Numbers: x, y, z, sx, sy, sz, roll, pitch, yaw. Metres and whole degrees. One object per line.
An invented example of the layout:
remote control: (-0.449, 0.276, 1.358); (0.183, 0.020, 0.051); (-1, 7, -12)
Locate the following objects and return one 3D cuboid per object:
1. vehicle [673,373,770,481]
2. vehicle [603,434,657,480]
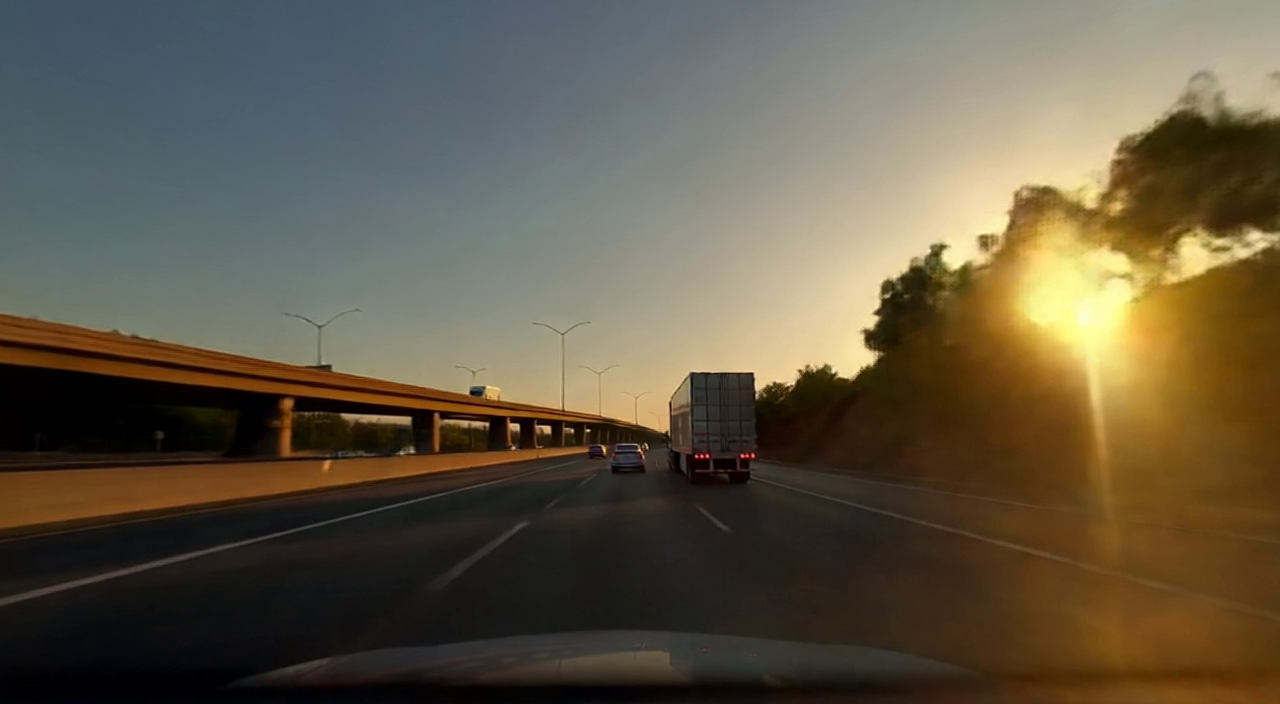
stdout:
vehicle: (3.306, 3.546, 28.766); (2.964, 4.063, 10.072); (0, -9, -1)
vehicle: (-0.375, 4.377, 26.544); (2.077, 1.716, 4.514); (0, -9, 0)
